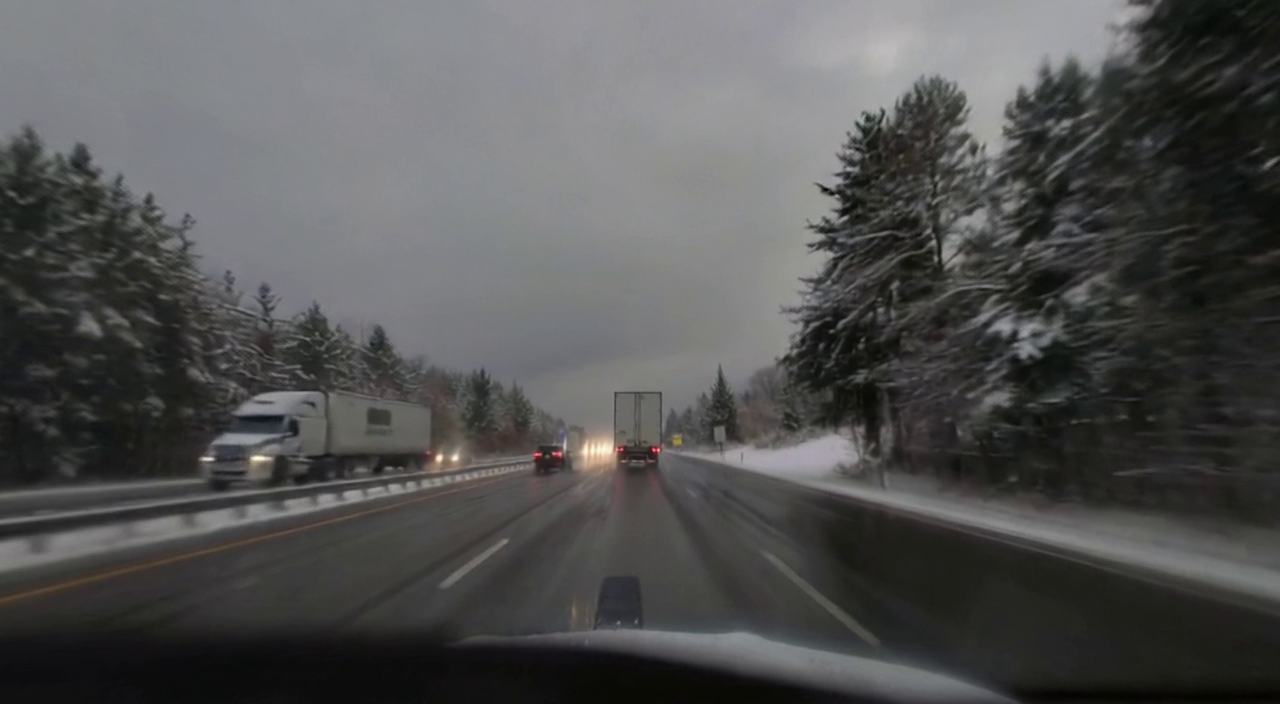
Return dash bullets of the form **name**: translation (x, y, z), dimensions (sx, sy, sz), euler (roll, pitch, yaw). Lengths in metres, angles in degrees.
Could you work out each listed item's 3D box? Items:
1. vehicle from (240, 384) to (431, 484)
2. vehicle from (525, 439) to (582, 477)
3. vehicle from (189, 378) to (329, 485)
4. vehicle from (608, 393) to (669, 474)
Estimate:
- **vehicle**: translation (-14.938, 4.476, 33.011), dimensions (2.929, 4.123, 14.002), euler (0, -9, 1)
- **vehicle**: translation (-4.030, 5.016, 29.757), dimensions (2.112, 1.645, 4.129), euler (0, -9, 0)
- **vehicle**: translation (-14.909, 3.197, 24.928), dimensions (2.869, 3.906, 3.898), euler (0, -9, 0)
- **vehicle**: translation (-0.106, 4.949, 37.132), dimensions (3.100, 4.091, 10.664), euler (0, -9, 0)
